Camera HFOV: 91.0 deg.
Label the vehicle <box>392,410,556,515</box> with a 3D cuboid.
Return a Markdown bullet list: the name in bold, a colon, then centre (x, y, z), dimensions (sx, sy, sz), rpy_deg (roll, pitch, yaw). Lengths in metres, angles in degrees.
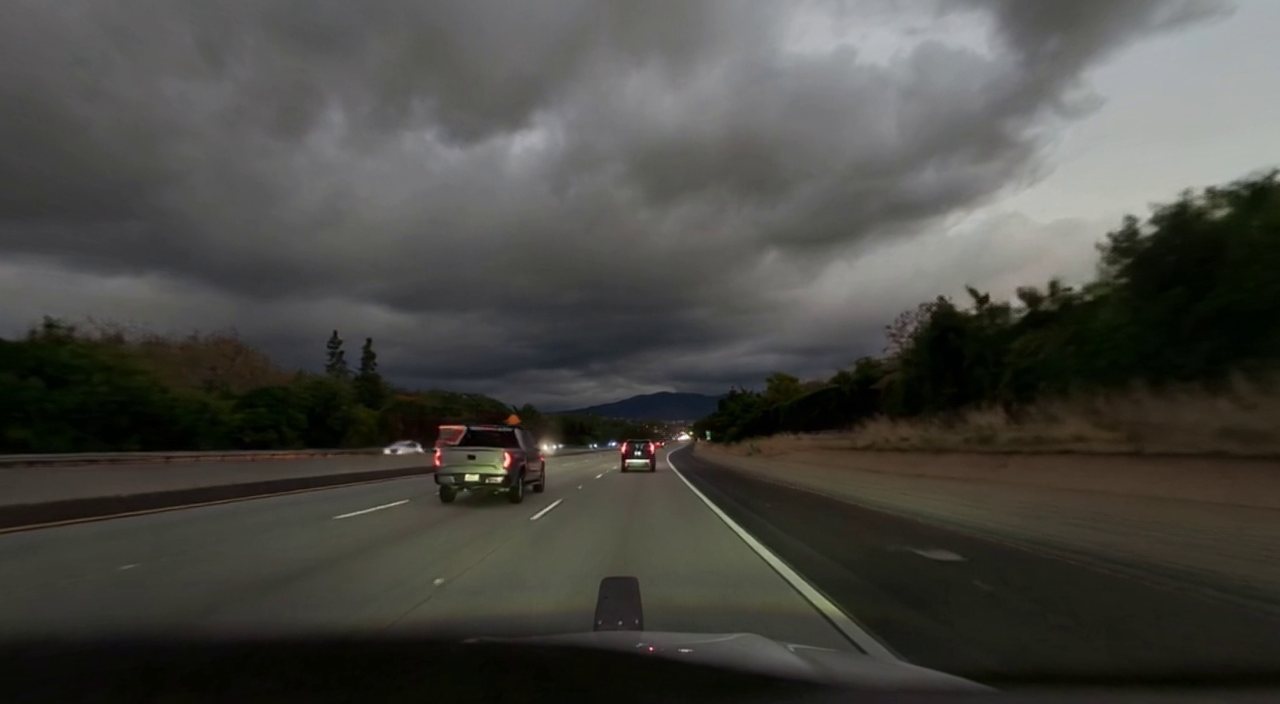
- **vehicle**: centre (-3.445, 2.443, 14.312), dimensions (2.250, 1.947, 4.860), rpy_deg (0, -9, 2)

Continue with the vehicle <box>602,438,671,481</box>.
- **vehicle**: centre (-0.099, 4.623, 27.475), dimensions (2.715, 1.669, 5.163), rpy_deg (0, -9, 1)
